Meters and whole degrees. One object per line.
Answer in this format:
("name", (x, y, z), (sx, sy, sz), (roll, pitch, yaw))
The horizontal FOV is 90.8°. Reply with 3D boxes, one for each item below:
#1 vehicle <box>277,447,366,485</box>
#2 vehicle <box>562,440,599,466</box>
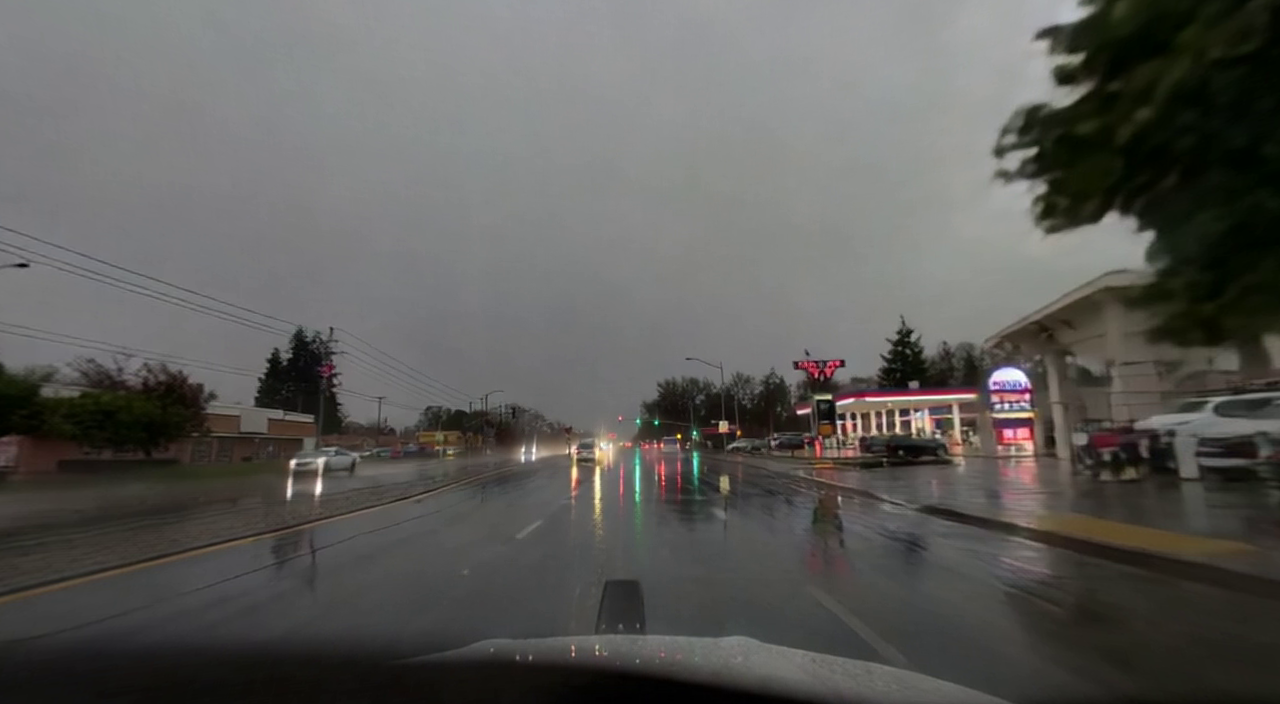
("vehicle", (-14.808, 5.303, 29.673), (1.939, 1.594, 4.284), (-1, -8, 0))
("vehicle", (-3.994, 6.832, 43.082), (2.040, 1.661, 4.573), (0, -8, 0))
